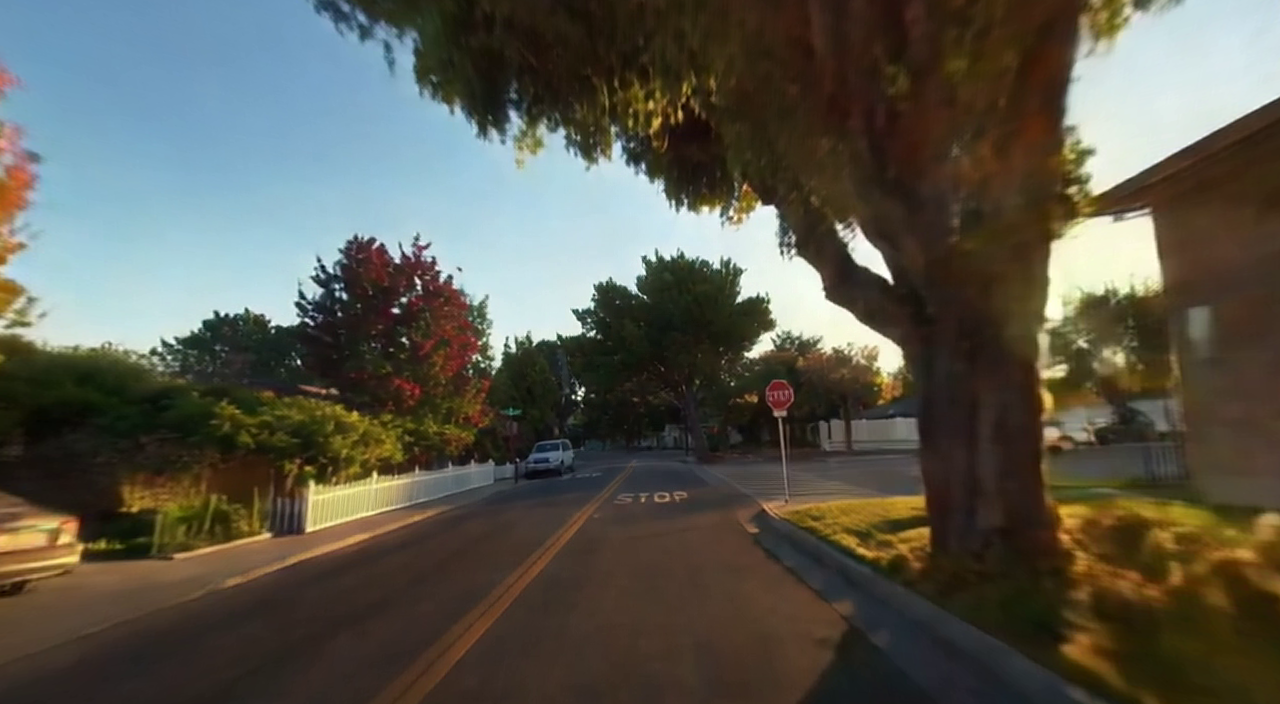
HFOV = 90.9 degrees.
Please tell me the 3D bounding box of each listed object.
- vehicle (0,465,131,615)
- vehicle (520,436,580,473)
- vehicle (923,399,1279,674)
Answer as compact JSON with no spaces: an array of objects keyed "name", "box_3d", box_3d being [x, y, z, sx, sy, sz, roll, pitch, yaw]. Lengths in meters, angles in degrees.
[{"name":"vehicle","box_3d":[-8.630,2.052,7.084,4.063,1.483,1.939,0,-9,-1]},{"name":"vehicle","box_3d":[-5.119,5.864,36.694,2.308,1.899,6.107,-2,-8,3]},{"name":"vehicle","box_3d":[4.612,1.299,5.357,2.109,1.500,5.070,0,-8,1]}]
